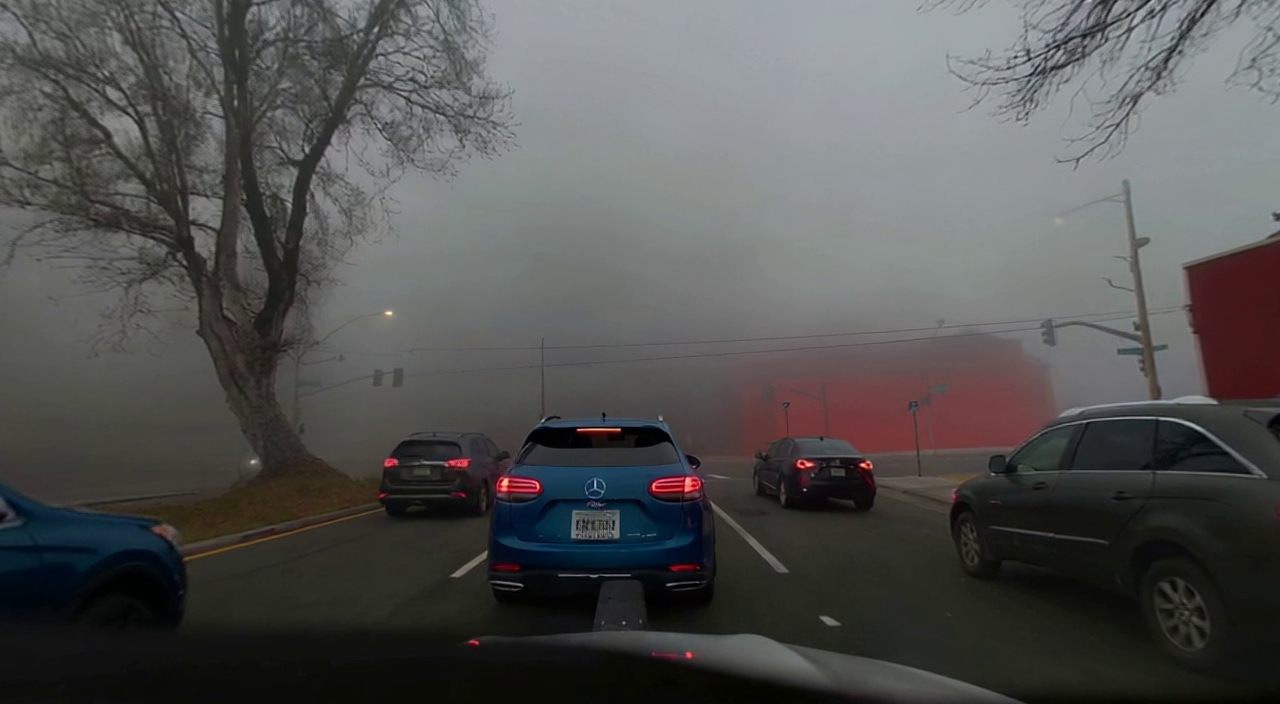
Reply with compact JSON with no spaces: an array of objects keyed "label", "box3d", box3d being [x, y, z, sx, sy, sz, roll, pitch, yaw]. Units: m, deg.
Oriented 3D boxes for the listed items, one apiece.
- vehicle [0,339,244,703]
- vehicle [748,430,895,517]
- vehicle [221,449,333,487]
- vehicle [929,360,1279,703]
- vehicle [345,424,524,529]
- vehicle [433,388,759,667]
[{"label":"vehicle","box3d":[-3.468,0.697,1.514,2.047,1.741,4.470,0,-8,1]},{"label":"vehicle","box3d":[3.625,2.495,13.397,1.847,1.554,3.885,0,-8,-2]},{"label":"vehicle","box3d":[-15.626,4.998,27.496,1.989,1.461,4.615,0,-8,2]},{"label":"vehicle","box3d":[4.157,1.192,4.802,2.014,1.740,4.515,-1,-8,4]},{"label":"vehicle","box3d":[-3.761,2.359,12.513,2.012,1.701,4.316,0,-8,1]},{"label":"vehicle","box3d":[-0.178,1.382,6.026,2.022,1.700,4.084,0,-8,3]}]
